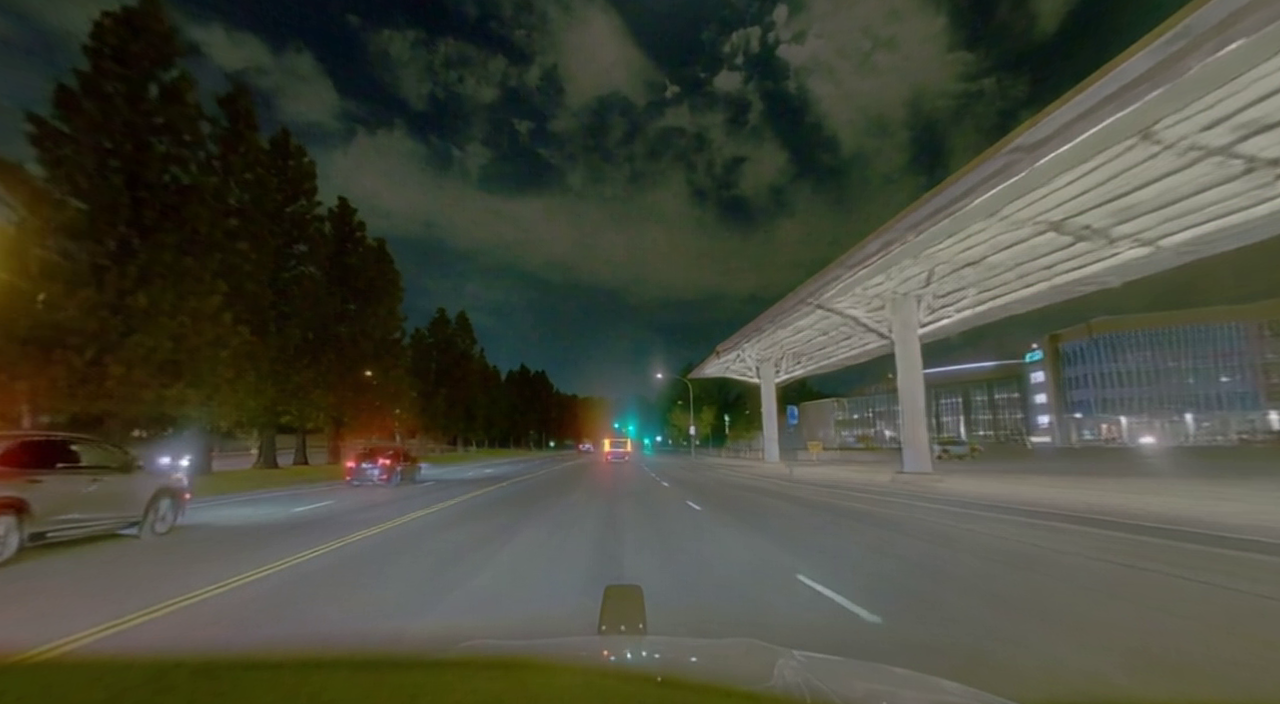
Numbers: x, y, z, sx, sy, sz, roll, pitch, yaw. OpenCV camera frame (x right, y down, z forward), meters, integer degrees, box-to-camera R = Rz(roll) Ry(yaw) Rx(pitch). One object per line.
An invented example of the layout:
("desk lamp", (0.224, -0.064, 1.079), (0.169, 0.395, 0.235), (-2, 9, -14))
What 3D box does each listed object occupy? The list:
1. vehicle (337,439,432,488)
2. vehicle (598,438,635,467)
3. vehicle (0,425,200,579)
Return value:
("vehicle", (-10.090, 4.423, 25.398), (2.097, 1.782, 4.682), (0, -8, -3))
("vehicle", (-1.568, 6.772, 42.588), (2.345, 1.803, 4.261), (0, -8, -2))
("vehicle", (-8.384, 1.845, 8.123), (2.181, 1.728, 4.515), (0, -8, -1))
